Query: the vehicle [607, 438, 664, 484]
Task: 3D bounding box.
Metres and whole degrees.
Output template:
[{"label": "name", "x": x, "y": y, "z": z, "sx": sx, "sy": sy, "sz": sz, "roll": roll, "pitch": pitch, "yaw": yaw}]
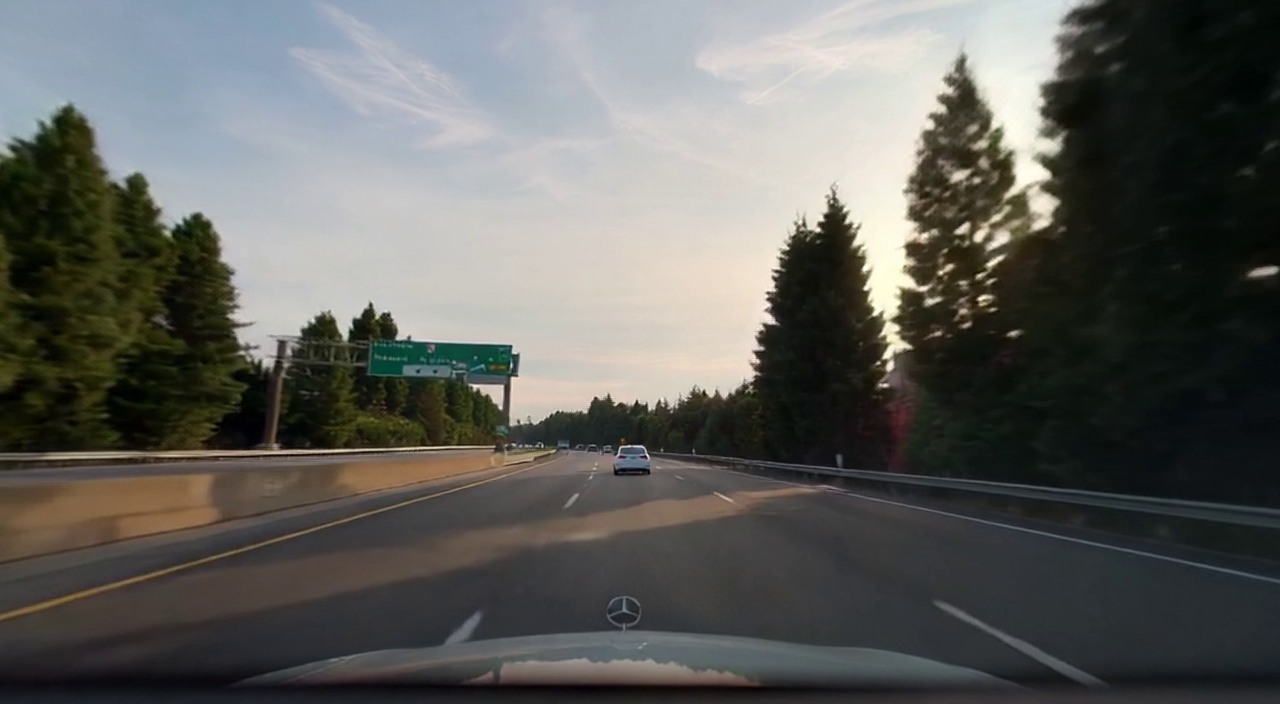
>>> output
[{"label": "vehicle", "x": -0.262, "y": 4.138, "z": 24.159, "sx": 2.011, "sy": 1.590, "sz": 3.607, "roll": 0, "pitch": -8, "yaw": -3}]
